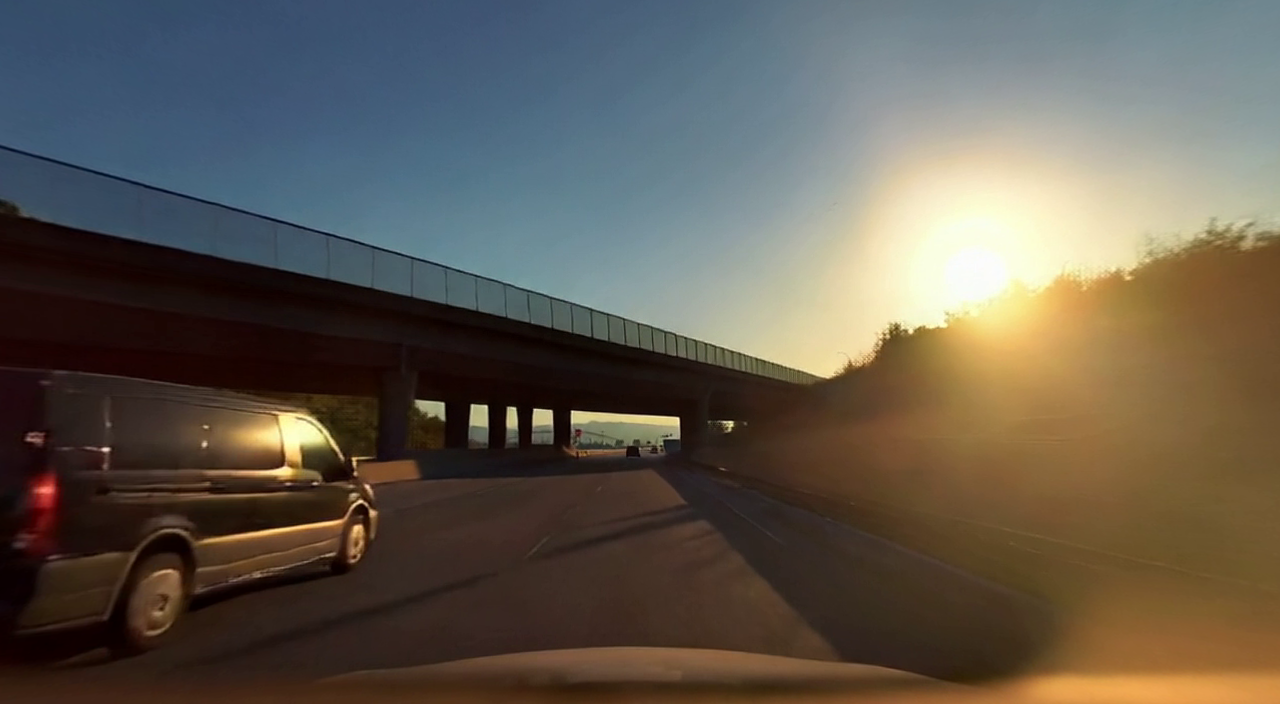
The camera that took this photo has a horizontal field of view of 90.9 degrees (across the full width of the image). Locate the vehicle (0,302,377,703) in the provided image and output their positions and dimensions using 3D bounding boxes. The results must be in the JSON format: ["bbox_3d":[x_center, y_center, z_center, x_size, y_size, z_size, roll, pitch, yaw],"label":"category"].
[{"bbox_3d":[-4.038,0.984,4.409,2.167,1.929,5.037,0,-9,0],"label":"vehicle"}]
